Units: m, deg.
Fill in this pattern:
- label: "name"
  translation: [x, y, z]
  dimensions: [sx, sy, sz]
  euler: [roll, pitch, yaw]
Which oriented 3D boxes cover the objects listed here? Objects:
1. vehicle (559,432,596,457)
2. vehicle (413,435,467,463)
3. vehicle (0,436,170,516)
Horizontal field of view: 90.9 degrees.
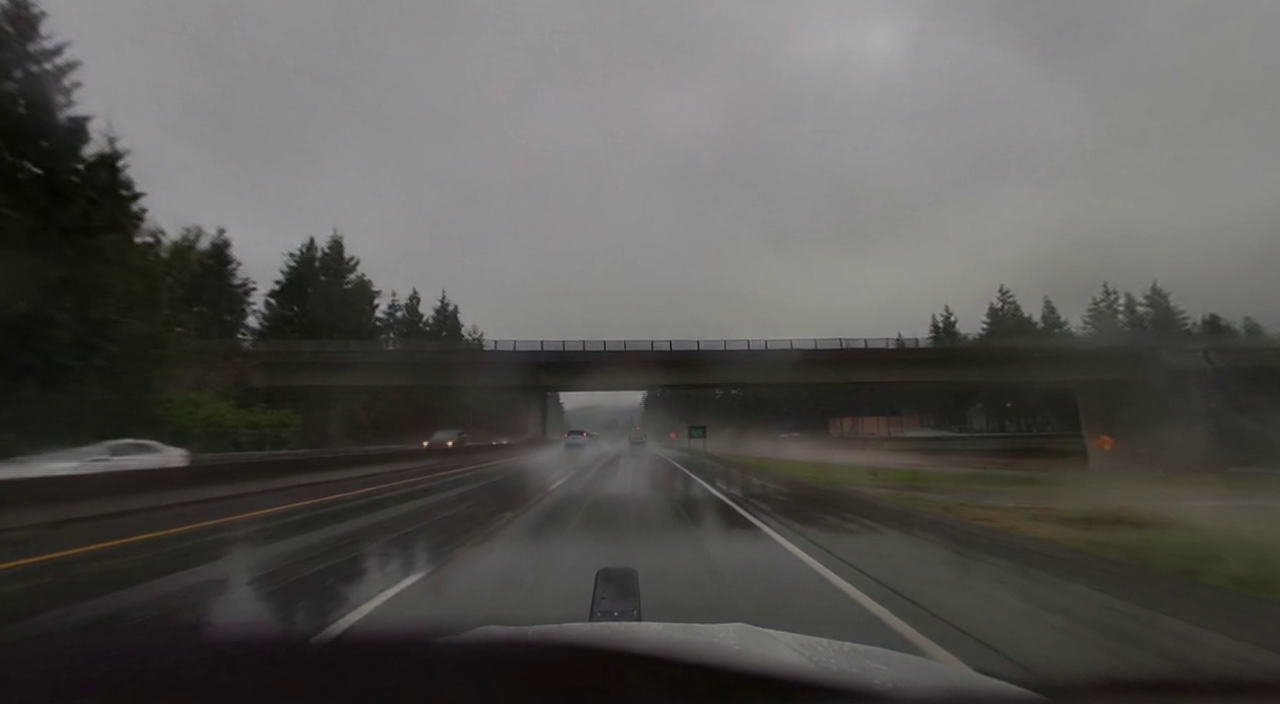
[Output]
- label: "vehicle"
  translation: [-4.266, 6.398, 43.673]
  dimensions: [2.169, 1.588, 4.264]
  euler: [0, -8, 0]
- label: "vehicle"
  translation: [-12.901, 6.291, 40.927]
  dimensions: [1.877, 1.696, 5.004]
  euler: [0, -8, 0]
- label: "vehicle"
  translation: [-12.416, 2.545, 13.470]
  dimensions: [1.725, 1.446, 3.914]
  euler: [0, -8, -1]
